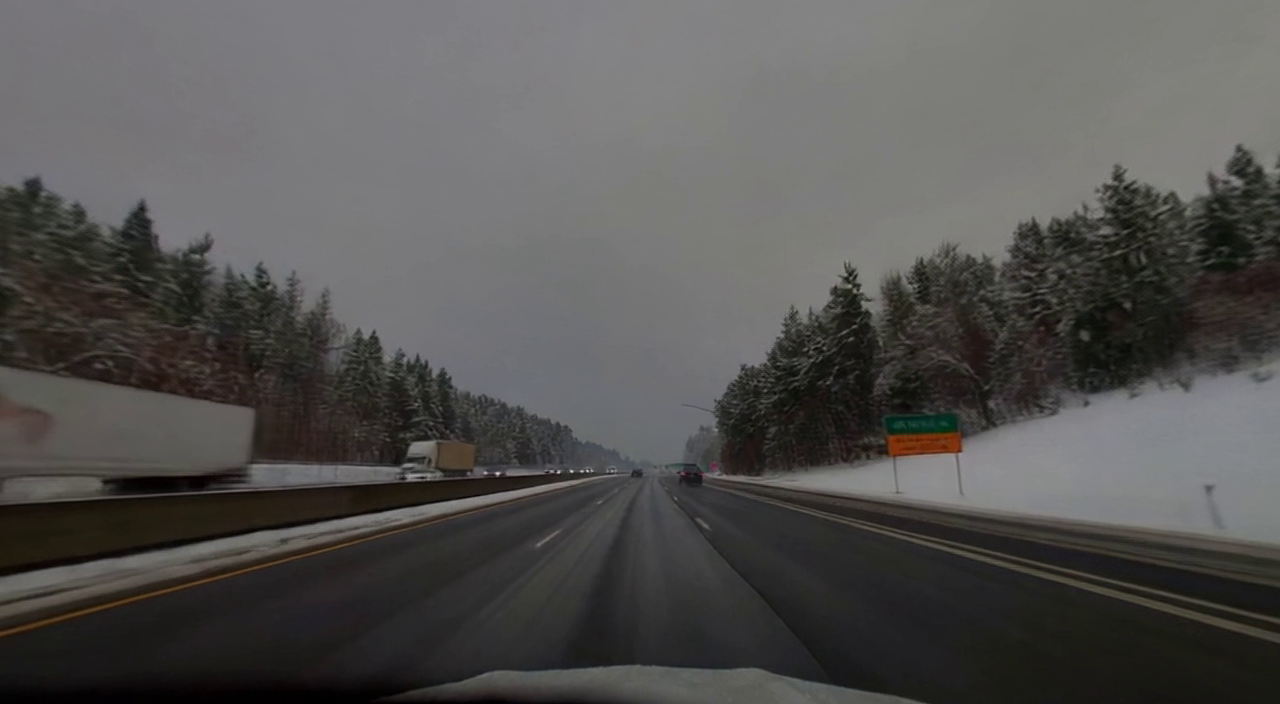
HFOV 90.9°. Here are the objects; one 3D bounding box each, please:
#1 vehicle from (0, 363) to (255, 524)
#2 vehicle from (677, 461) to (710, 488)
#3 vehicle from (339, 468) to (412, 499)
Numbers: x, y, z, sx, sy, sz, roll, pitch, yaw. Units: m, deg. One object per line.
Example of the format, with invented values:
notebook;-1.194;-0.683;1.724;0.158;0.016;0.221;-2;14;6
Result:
vehicle;-17.986;2.931;19.452;3.018;4.078;14.135;1;-10;1
vehicle;4.070;9.494;49.032;2.093;1.933;4.623;1;-10;-1
vehicle;-13.950;6.942;33.489;1.888;1.474;4.238;0;-10;1
